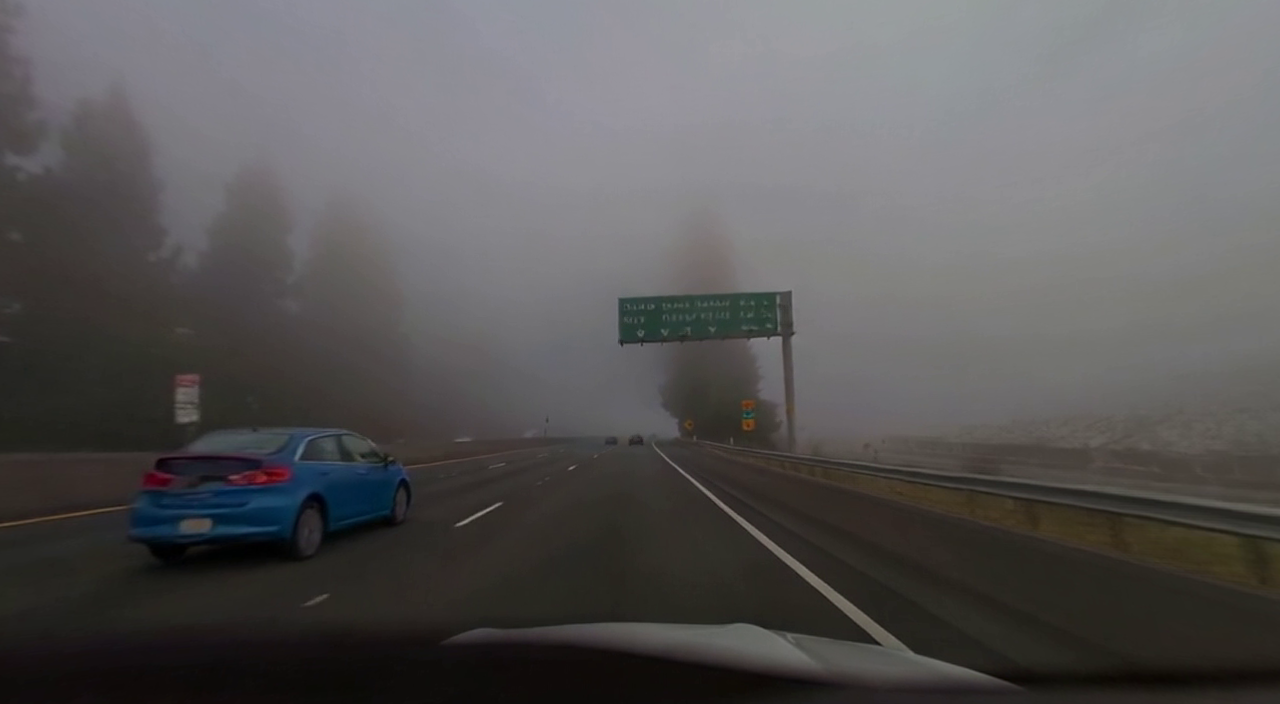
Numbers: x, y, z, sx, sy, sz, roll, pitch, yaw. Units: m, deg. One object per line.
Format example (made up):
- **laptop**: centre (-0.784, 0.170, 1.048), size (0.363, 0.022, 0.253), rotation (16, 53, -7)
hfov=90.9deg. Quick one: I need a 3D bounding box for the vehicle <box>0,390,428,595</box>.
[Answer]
- **vehicle**: centre (-4.273, 1.414, 7.328), size (2.052, 1.626, 4.514), rotation (0, -8, 0)
